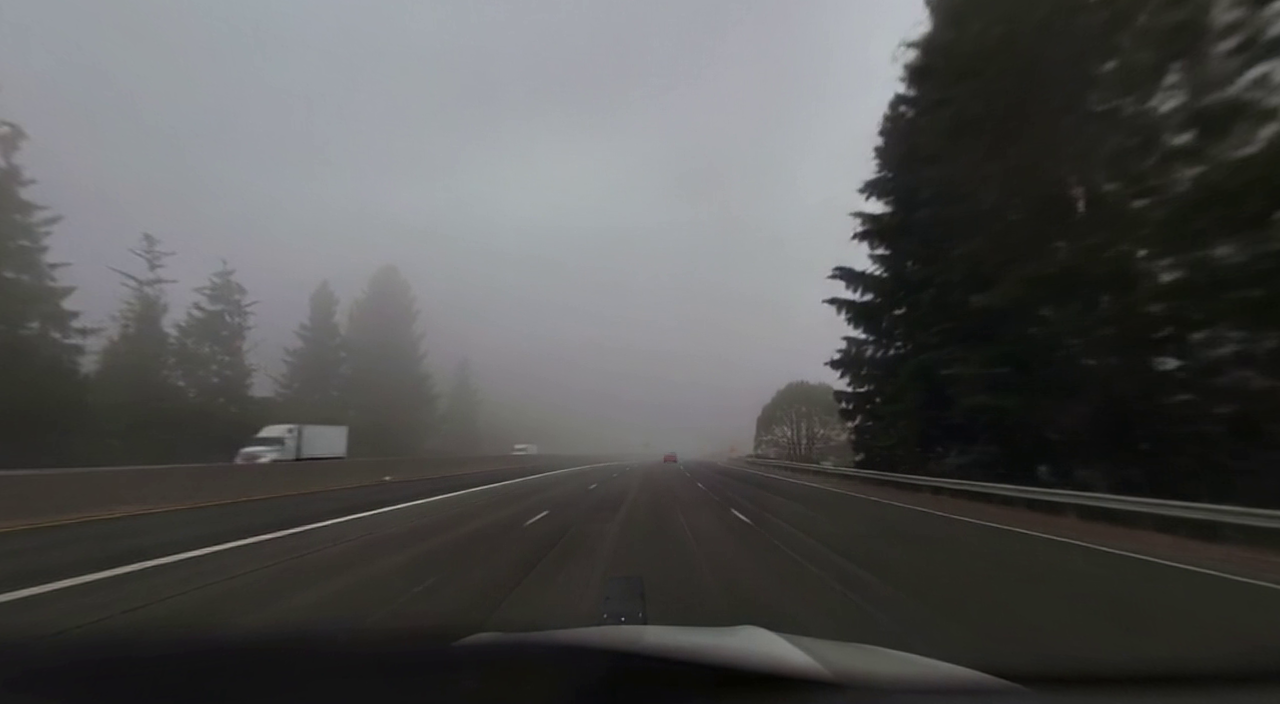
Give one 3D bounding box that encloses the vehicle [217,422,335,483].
[{"bbox_3d":[-18.251,5.085,32.057,2.240,2.748,5.884,-1,-9,2],"label":"vehicle"}]
